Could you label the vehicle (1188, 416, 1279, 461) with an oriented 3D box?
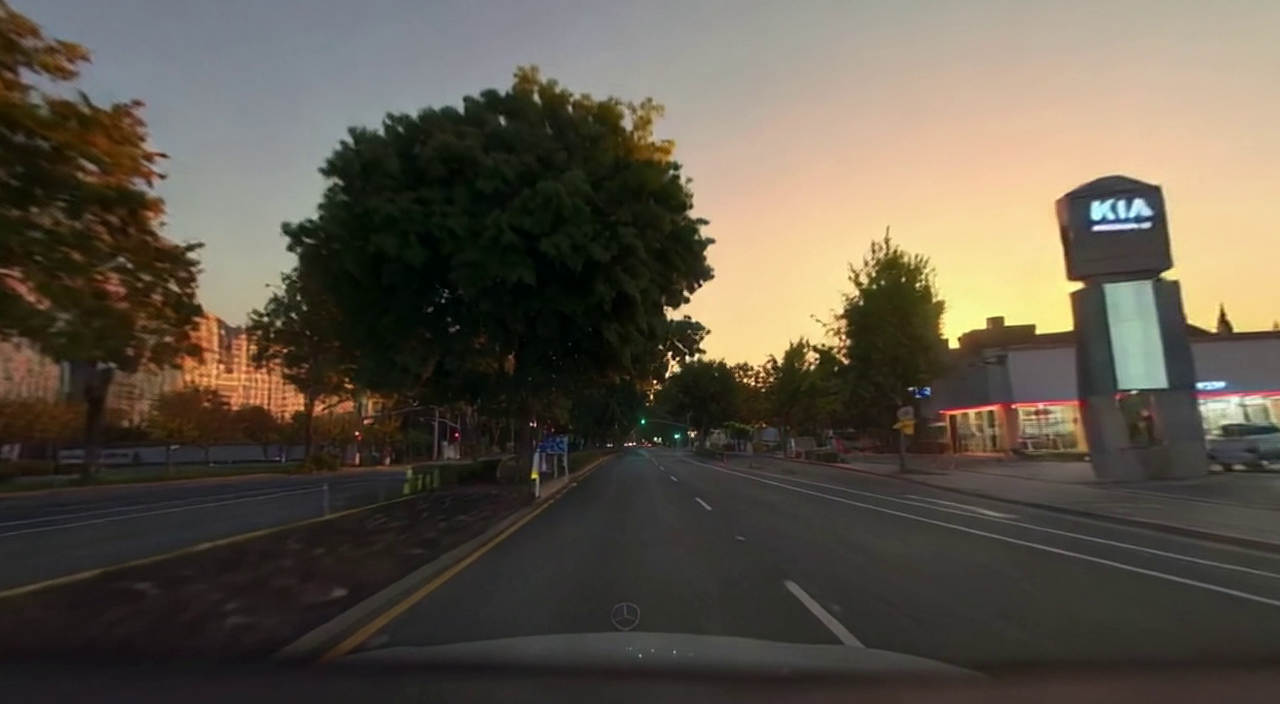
[{"bbox_3d":[20.909,2.885,21.093,3.526,1.430,1.698,0,-9,1],"label":"vehicle"}]
